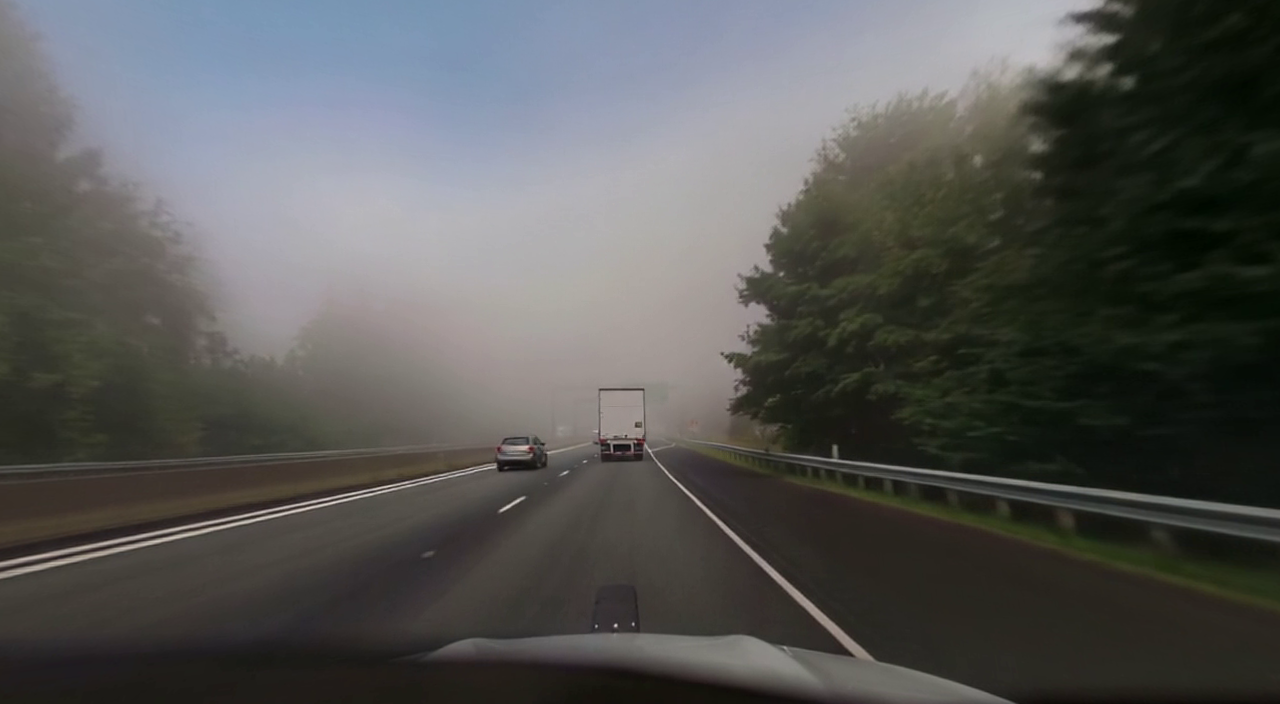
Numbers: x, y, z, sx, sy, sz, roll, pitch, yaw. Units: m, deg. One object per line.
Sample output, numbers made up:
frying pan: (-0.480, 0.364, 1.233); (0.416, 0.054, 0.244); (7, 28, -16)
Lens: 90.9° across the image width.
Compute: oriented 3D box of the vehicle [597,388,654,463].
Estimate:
vehicle: (-0.851, 4.228, 35.734); (2.855, 3.741, 8.587); (0, -8, -2)

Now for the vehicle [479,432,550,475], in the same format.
vehicle: (-4.742, 3.873, 24.375); (1.931, 1.479, 4.083); (0, -8, -1)
